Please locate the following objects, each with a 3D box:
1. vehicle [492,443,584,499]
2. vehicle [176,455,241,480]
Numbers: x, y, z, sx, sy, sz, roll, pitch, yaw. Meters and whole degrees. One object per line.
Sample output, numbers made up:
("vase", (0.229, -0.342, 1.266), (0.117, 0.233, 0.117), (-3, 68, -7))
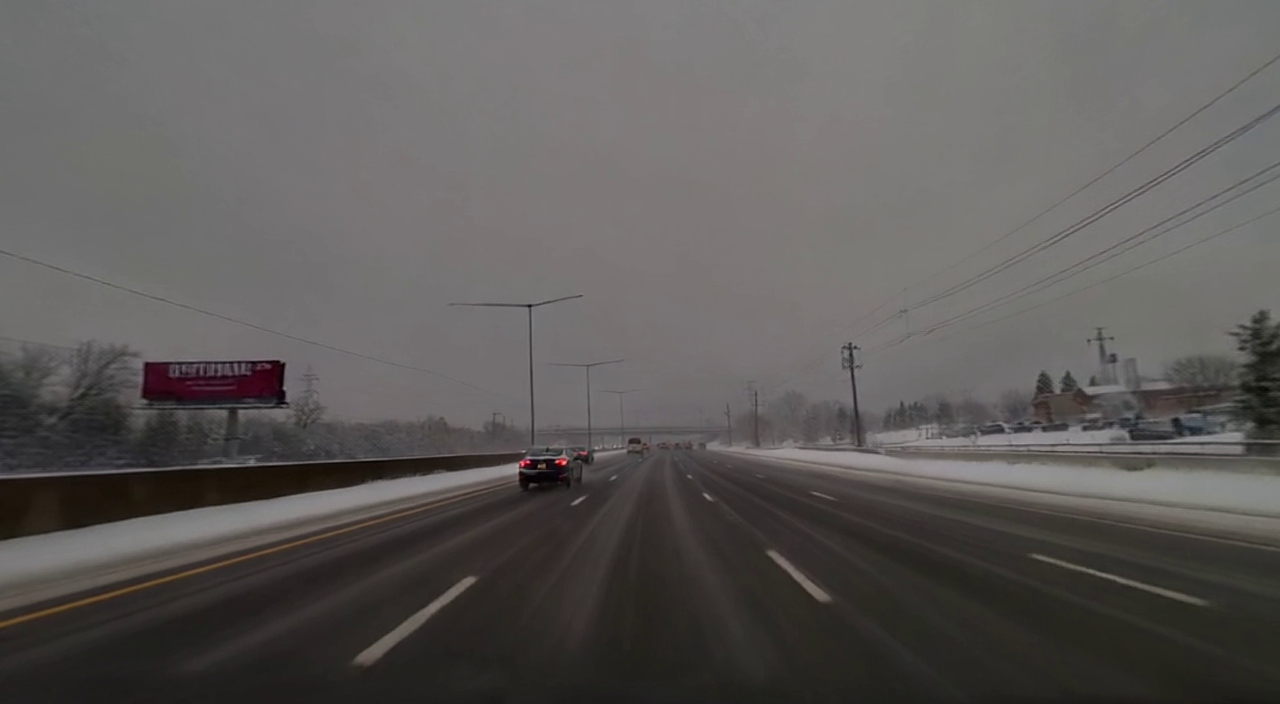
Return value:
("vehicle", (-2.833, 3.402, 18.437), (1.891, 1.444, 3.968), (0, -9, 2))
("vehicle", (-26.119, 6.967, 38.290), (1.488, 1.366, 3.338), (-1, -8, 1))
